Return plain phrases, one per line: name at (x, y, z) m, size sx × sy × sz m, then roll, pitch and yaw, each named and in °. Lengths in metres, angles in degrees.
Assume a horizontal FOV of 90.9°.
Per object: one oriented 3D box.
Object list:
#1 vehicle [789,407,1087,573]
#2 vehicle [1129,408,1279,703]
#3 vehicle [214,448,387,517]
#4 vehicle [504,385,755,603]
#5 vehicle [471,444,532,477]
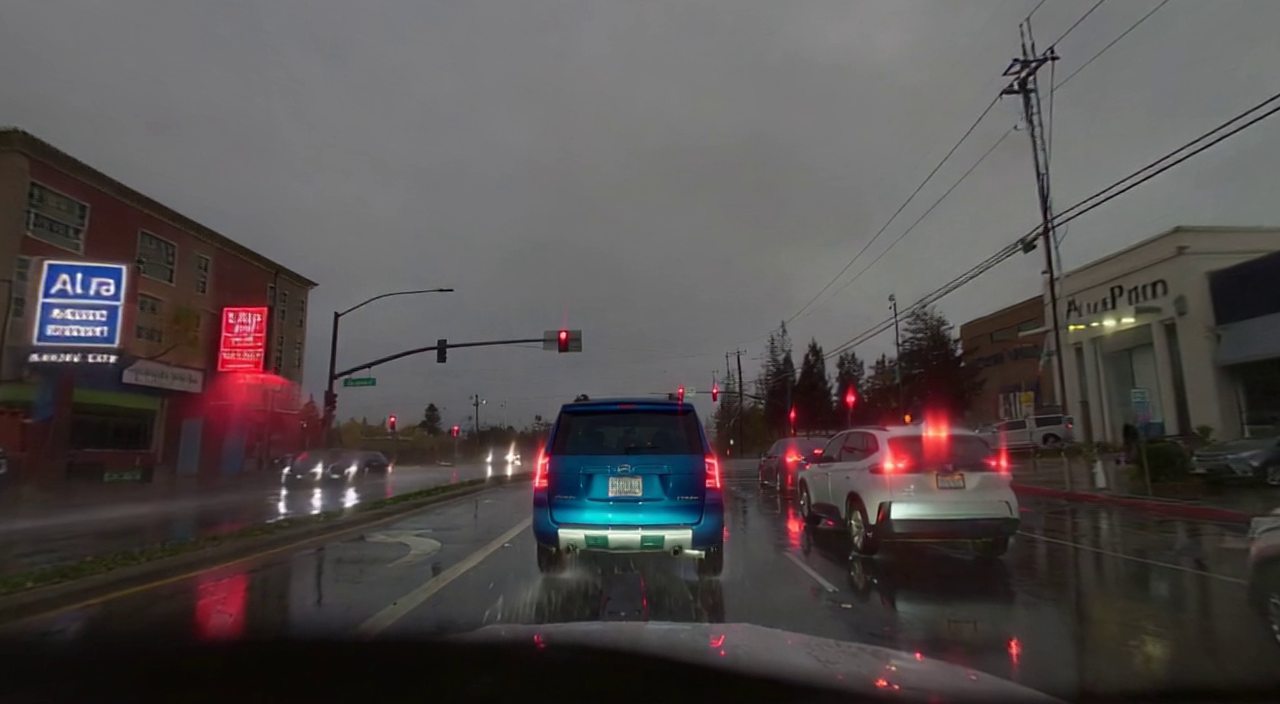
vehicle at (3.620, 1.756, 8.787) m, size 2.036 × 1.719 × 4.318 m, roll 0°, pitch -8°, yaw 0°
vehicle at (3.370, 0.728, 0.806) m, size 1.884 × 1.484 × 4.609 m, roll 0°, pitch -8°, yaw 2°
vehicle at (-8.291, 3.179, 15.958) m, size 1.930 × 1.484 × 4.252 m, roll 0°, pitch -8°, yaw 2°
vehicle at (-0.009, 1.537, 7.669) m, size 2.154 × 1.861 × 4.280 m, roll 0°, pitch -8°, yaw 2°
vehicle at (-7.800, 6.150, 35.972) m, size 2.095 × 1.730 × 4.607 m, roll -1°, pitch -8°, yaw 4°
